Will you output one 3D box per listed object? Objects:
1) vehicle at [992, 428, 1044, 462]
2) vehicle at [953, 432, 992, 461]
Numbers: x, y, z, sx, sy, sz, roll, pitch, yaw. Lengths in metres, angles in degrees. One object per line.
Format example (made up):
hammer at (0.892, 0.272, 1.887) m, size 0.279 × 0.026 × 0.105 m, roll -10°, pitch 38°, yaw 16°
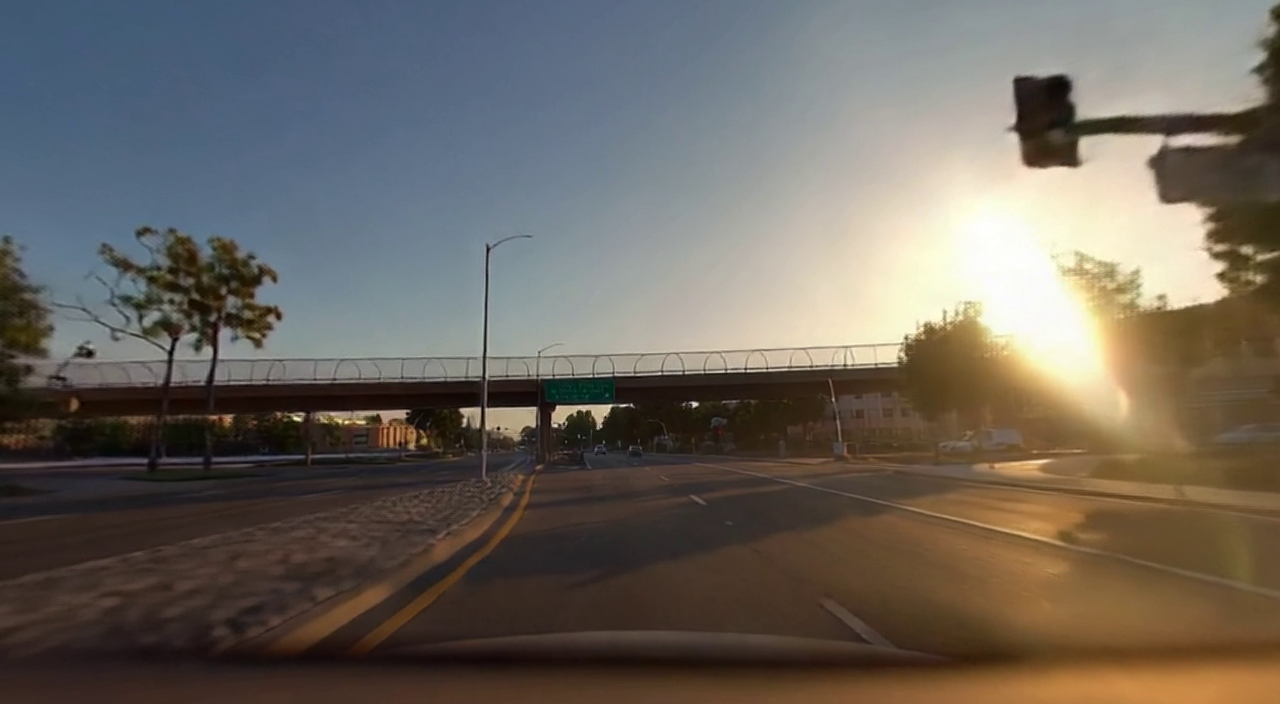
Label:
vehicle at (23.829, 5.877, 40.017) m, size 2.177 × 1.983 × 5.217 m, roll -3°, pitch -9°, yaw 25°
vehicle at (21.870, 6.223, 41.655) m, size 1.969 × 1.732 × 4.610 m, roll -3°, pitch -9°, yaw 24°
